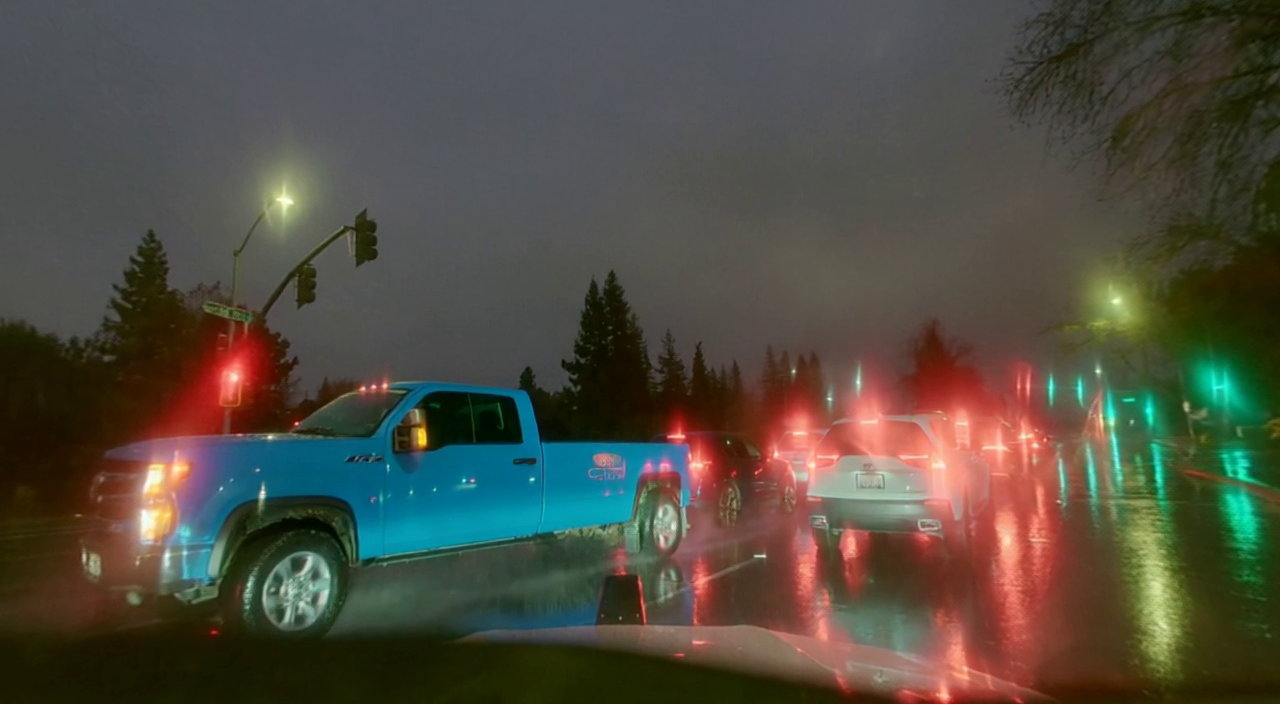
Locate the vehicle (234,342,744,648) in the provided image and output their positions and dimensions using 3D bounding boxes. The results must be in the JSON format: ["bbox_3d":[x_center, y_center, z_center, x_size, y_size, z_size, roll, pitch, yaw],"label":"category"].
[{"bbox_3d":[-0.878,1.401,7.460,2.272,2.016,6.146,-5,-10,28],"label":"vehicle"}]

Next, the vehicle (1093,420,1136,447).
[{"bbox_3d":[32.796,5.677,43.716,2.160,1.790,4.303,-6,-10,35],"label":"vehicle"}]

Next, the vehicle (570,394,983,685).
[{"bbox_3d":[1.713,1.379,5.989,2.027,1.549,4.801,-6,-10,35],"label":"vehicle"}]

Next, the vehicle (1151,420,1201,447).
[{"bbox_3d":[35.761,5.478,42.196,2.183,1.714,4.491,-6,-11,37],"label":"vehicle"}]
